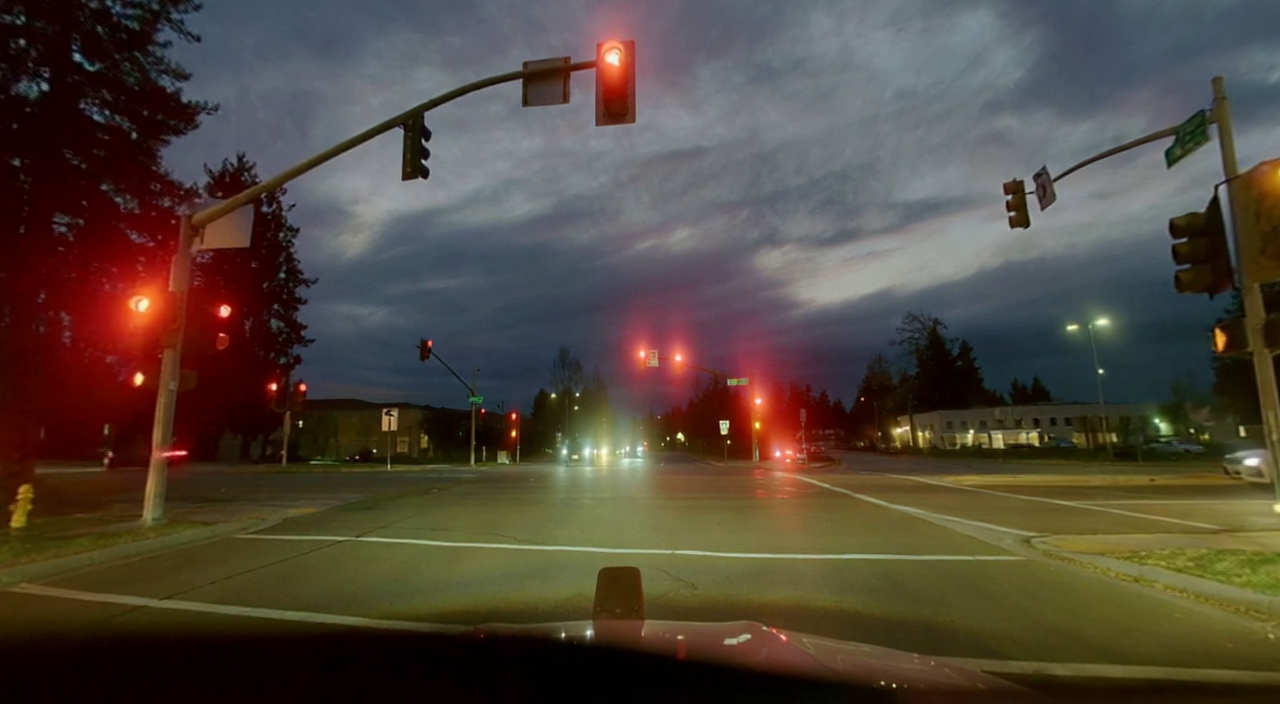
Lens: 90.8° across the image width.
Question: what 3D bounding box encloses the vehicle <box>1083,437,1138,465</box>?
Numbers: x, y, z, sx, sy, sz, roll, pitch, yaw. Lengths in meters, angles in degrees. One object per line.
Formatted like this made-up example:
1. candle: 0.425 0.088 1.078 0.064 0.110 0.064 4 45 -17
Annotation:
1. vehicle: 26.965 5.655 36.147 2.092 1.474 4.046 -8 -11 41

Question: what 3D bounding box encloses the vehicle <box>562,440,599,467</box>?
1. vehicle: -4.110 7.103 44.264 2.251 1.756 4.610 0 -9 -1

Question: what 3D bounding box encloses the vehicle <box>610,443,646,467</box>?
1. vehicle: -0.867 6.846 42.099 2.056 1.492 3.937 1 -9 -6

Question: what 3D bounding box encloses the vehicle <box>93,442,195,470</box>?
1. vehicle: -27.760 5.828 35.410 4.588 1.484 2.000 -3 -9 15
